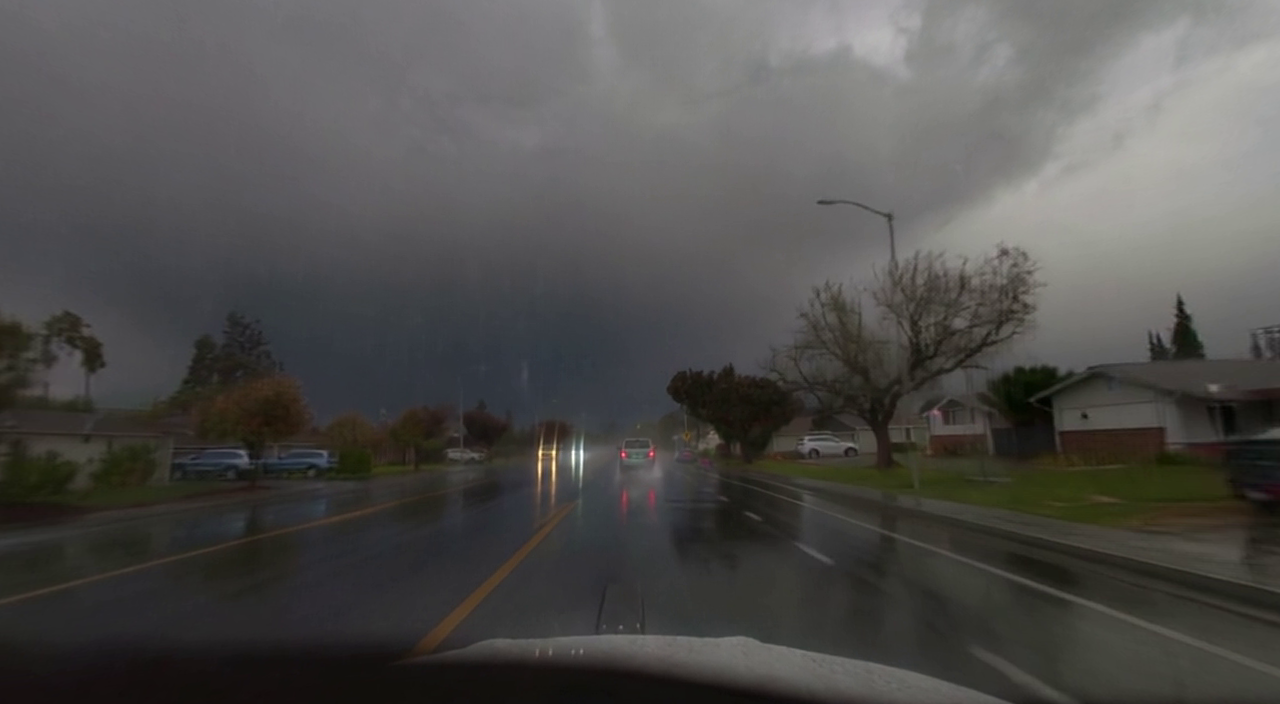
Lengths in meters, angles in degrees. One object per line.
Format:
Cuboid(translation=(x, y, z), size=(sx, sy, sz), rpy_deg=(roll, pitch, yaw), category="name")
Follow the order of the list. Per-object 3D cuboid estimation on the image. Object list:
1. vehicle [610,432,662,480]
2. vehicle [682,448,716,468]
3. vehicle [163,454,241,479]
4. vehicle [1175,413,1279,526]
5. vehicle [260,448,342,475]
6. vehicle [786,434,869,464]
Cuboid(translation=(-0.192, 4.646, 28.507), size=(2.153, 1.942, 4.767), rpy_deg=(0, -8, -1), category="vehicle")
Cuboid(translation=(4.584, 8.262, 49.635), size=(1.963, 1.469, 4.709), rpy_deg=(0, -8, -2), category="vehicle")
Cuboid(translation=(-26.918, 7.042, 38.920), size=(3.522, 1.372, 1.652), rpy_deg=(0, -9, -4), category="vehicle")
Cuboid(translation=(11.253, 1.739, 9.572), size=(4.377, 1.588, 2.063), rpy_deg=(0, -8, 0), category="vehicle")
Cuboid(translation=(-21.122, 6.819, 39.503), size=(4.020, 1.635, 1.875), rpy_deg=(0, -8, 2), category="vehicle")
Cuboid(translation=(12.528, 6.513, 42.448), size=(4.870, 1.926, 2.094), rpy_deg=(0, -8, -1), category="vehicle")
